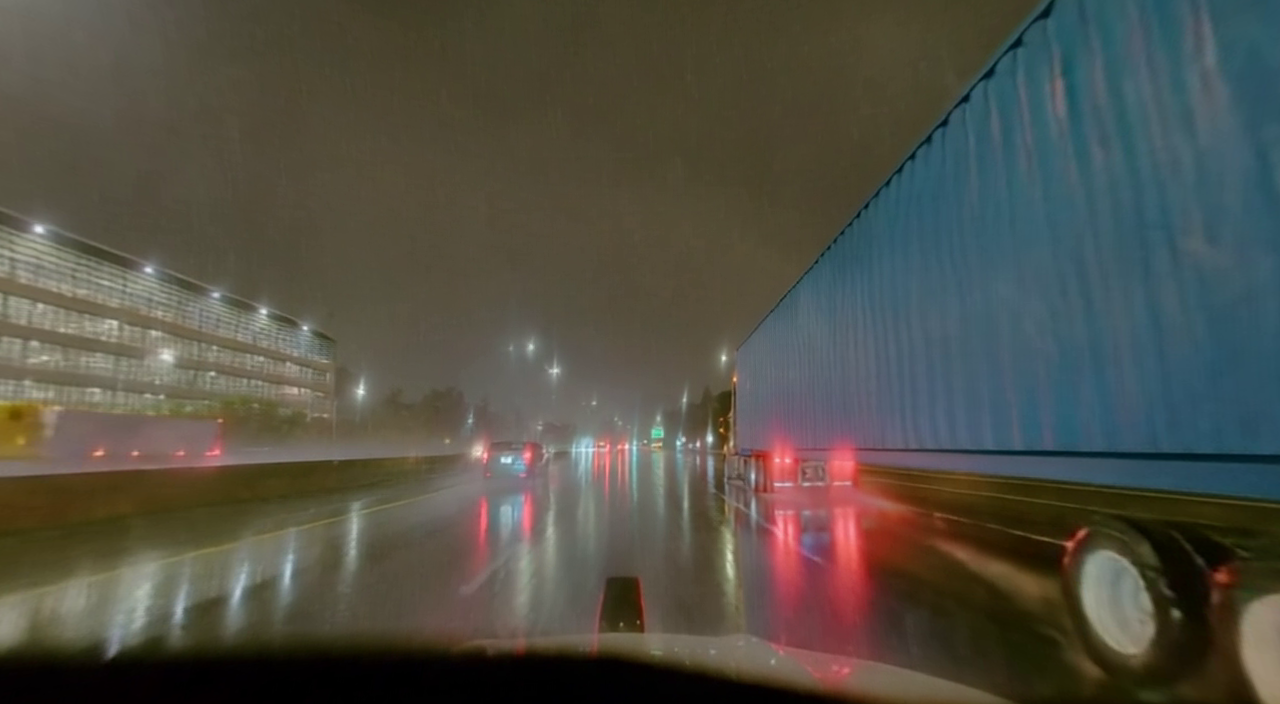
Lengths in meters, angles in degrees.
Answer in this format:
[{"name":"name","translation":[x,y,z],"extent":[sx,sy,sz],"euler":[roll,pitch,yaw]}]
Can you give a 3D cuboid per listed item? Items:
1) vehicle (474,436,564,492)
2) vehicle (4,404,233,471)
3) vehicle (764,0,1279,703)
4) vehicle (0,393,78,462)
[{"name":"vehicle","translation":[-3.582,3.404,19.416],"extent":[1.954,1.528,4.010],"euler":[0,-9,0]},{"name":"vehicle","translation":[-37.034,6.459,46.542],"extent":[2.880,4.012,16.365],"euler":[0,-9,1]},{"name":"vehicle","translation":[4.031,0.232,6.618],"extent":[2.893,3.992,13.605],"euler":[0,-9,1]},{"name":"vehicle","translation":[-37.096,4.405,36.717],"extent":[2.893,3.791,5.708],"euler":[2,-9,1]}]
